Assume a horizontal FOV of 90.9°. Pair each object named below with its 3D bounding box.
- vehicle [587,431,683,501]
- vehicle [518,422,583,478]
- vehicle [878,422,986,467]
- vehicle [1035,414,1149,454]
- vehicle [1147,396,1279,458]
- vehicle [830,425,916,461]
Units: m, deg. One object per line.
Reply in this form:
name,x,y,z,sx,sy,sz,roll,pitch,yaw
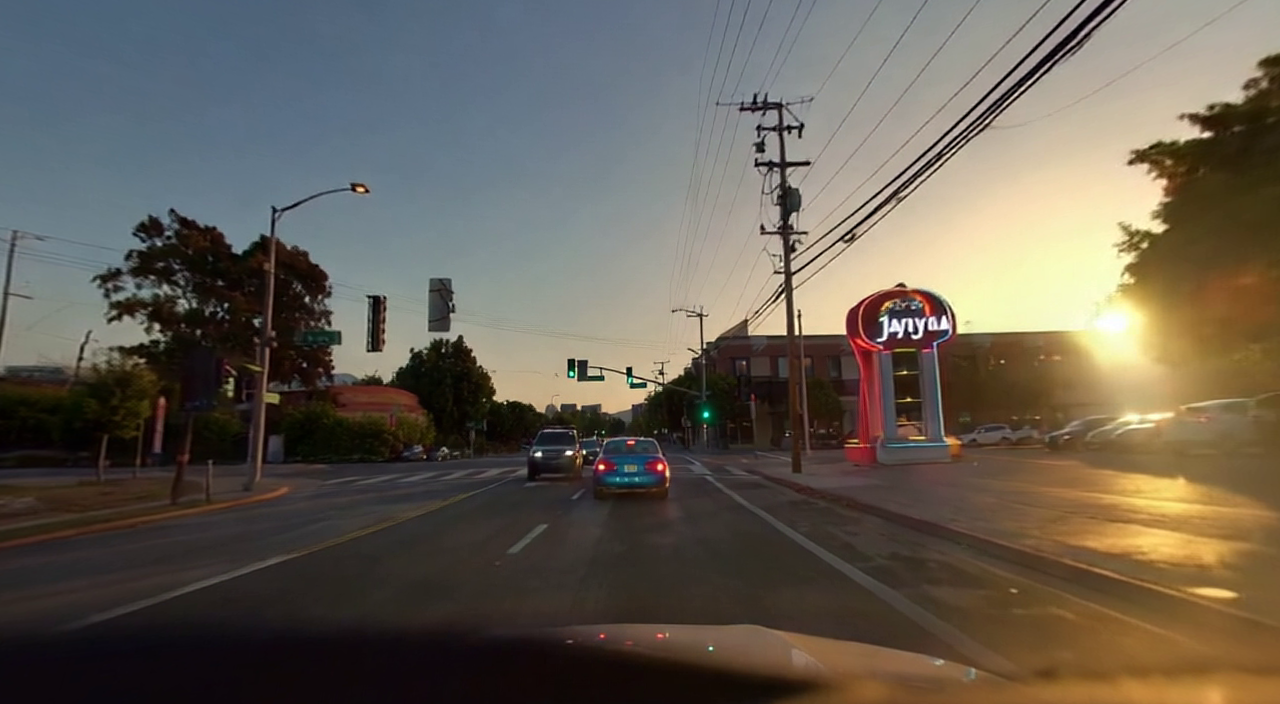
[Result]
vehicle,-0.185,2.770,15.727,2.070,1.481,4.216,0,-8,-2
vehicle,-3.182,3.570,23.131,2.106,1.852,4.512,1,-8,-6
vehicle,10.410,3.361,22.877,1.888,1.455,4.268,0,-8,0
vehicle,18.614,3.401,25.949,4.446,1.511,1.977,4,-10,-29
vehicle,19.299,2.454,20.705,4.261,1.752,2.151,1,-11,-23
vehicle,10.532,4.176,28.885,1.842,1.471,4.481,1,-8,-6
